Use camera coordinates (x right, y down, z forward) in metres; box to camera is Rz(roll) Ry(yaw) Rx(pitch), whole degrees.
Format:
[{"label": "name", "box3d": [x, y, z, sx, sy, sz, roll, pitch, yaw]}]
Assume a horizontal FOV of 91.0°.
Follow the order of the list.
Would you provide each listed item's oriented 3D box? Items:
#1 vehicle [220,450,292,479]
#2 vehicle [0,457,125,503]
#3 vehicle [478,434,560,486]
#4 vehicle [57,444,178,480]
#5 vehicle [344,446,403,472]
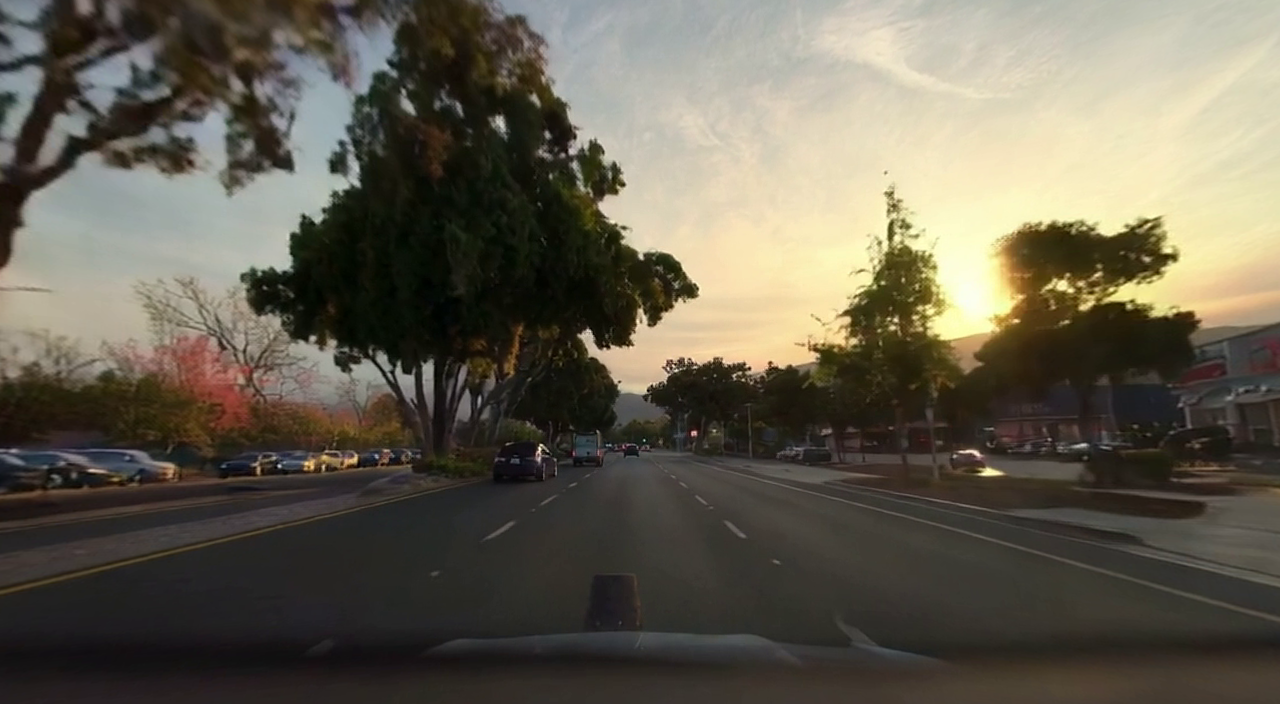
[{"label": "vehicle", "box3d": [-23.088, 6.744, 38.059, 1.836, 1.582, 4.075, 0, -9, -1]}, {"label": "vehicle", "box3d": [-22.766, 4.922, 24.560, 1.858, 1.530, 4.044, 0, -9, 0]}, {"label": "vehicle", "box3d": [-4.263, 3.879, 22.911, 2.109, 1.672, 4.256, 0, -9, 0]}, {"label": "vehicle", "box3d": [-31.357, 6.580, 38.101, 2.257, 1.963, 6.041, 0, -9, -2]}, {"label": "vehicle", "box3d": [-19.344, 7.755, 45.949, 2.108, 1.770, 4.992, 0, -9, 0]}]
